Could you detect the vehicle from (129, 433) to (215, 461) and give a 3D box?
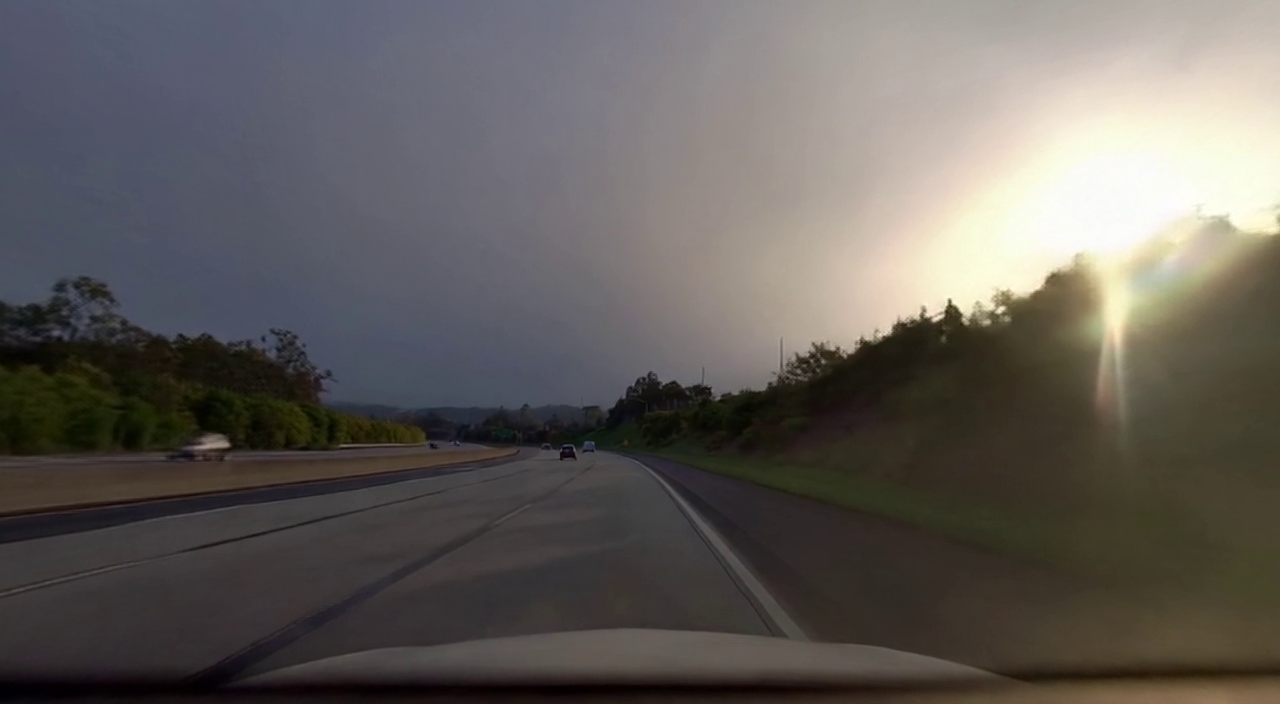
[{"bbox_3d":[-29.413,6.007,39.786,2.052,1.643,4.516,1,-9,-3],"label":"vehicle"}]
